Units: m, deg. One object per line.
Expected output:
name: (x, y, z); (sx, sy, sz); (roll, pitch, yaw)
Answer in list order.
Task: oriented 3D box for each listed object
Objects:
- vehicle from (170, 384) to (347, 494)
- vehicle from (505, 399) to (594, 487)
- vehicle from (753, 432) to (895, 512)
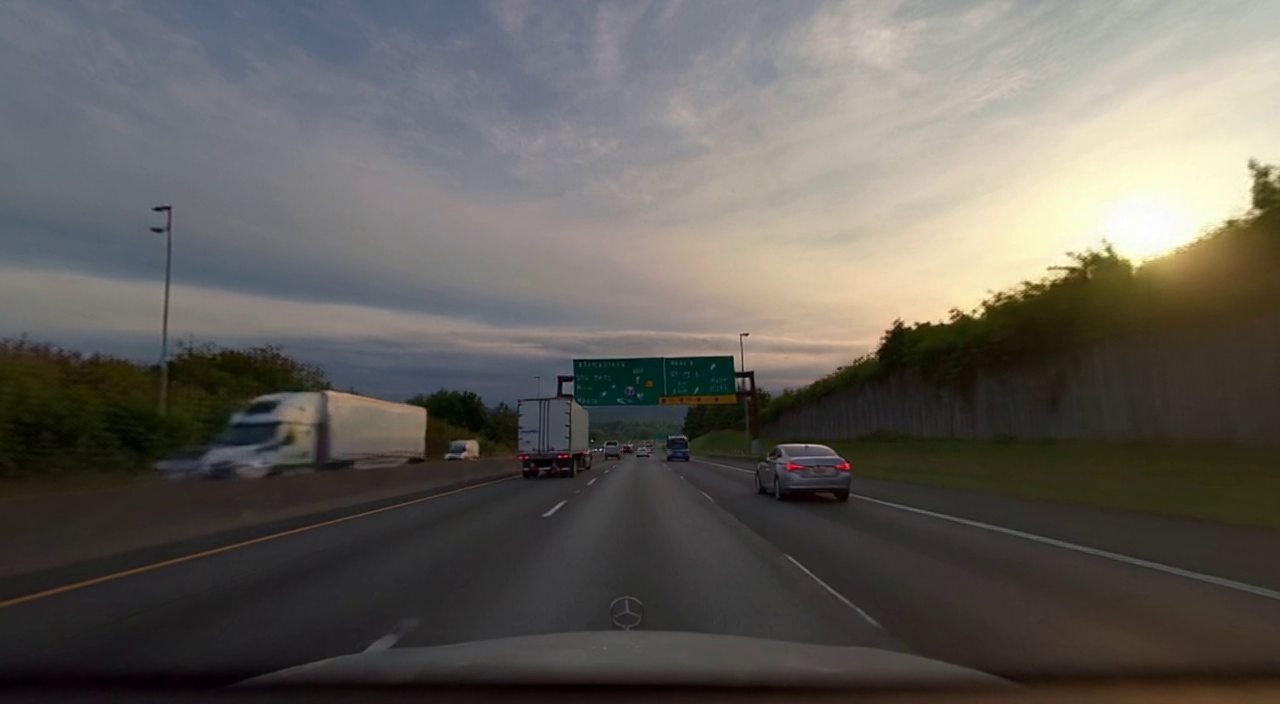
vehicle: (-15.130, 3.589, 25.781); (3.079, 3.910, 6.429); (0, -9, 0)
vehicle: (-3.539, 3.824, 26.330); (2.667, 3.195, 6.731); (0, -9, 0)
vehicle: (4.008, 2.695, 14.529); (1.983, 1.545, 4.038); (0, -9, -1)
